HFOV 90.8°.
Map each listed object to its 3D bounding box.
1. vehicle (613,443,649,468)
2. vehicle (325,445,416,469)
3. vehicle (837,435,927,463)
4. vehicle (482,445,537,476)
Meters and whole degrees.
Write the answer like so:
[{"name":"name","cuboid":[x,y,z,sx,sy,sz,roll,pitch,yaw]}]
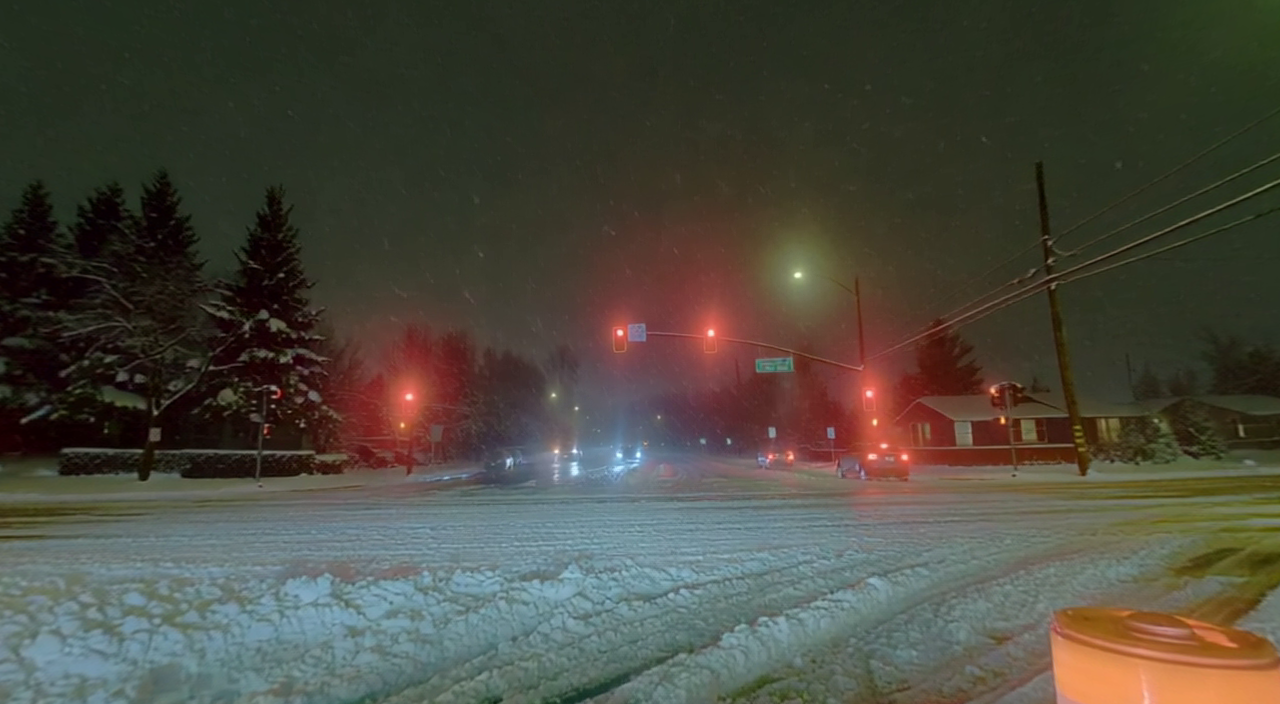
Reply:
[{"name":"vehicle","cuboid":[-0.532,6.305,38.631,2.105,1.457,4.173,0,-8,-1]},{"name":"vehicle","cuboid":[-16.397,6.391,38.599,4.713,1.409,1.918,0,-8,-2]},{"name":"vehicle","cuboid":[15.373,6.180,40.312,4.892,1.656,1.856,0,-8,0]},{"name":"vehicle","cuboid":[-6.611,5.531,32.383,1.881,1.452,4.121,0,-8,0]}]
